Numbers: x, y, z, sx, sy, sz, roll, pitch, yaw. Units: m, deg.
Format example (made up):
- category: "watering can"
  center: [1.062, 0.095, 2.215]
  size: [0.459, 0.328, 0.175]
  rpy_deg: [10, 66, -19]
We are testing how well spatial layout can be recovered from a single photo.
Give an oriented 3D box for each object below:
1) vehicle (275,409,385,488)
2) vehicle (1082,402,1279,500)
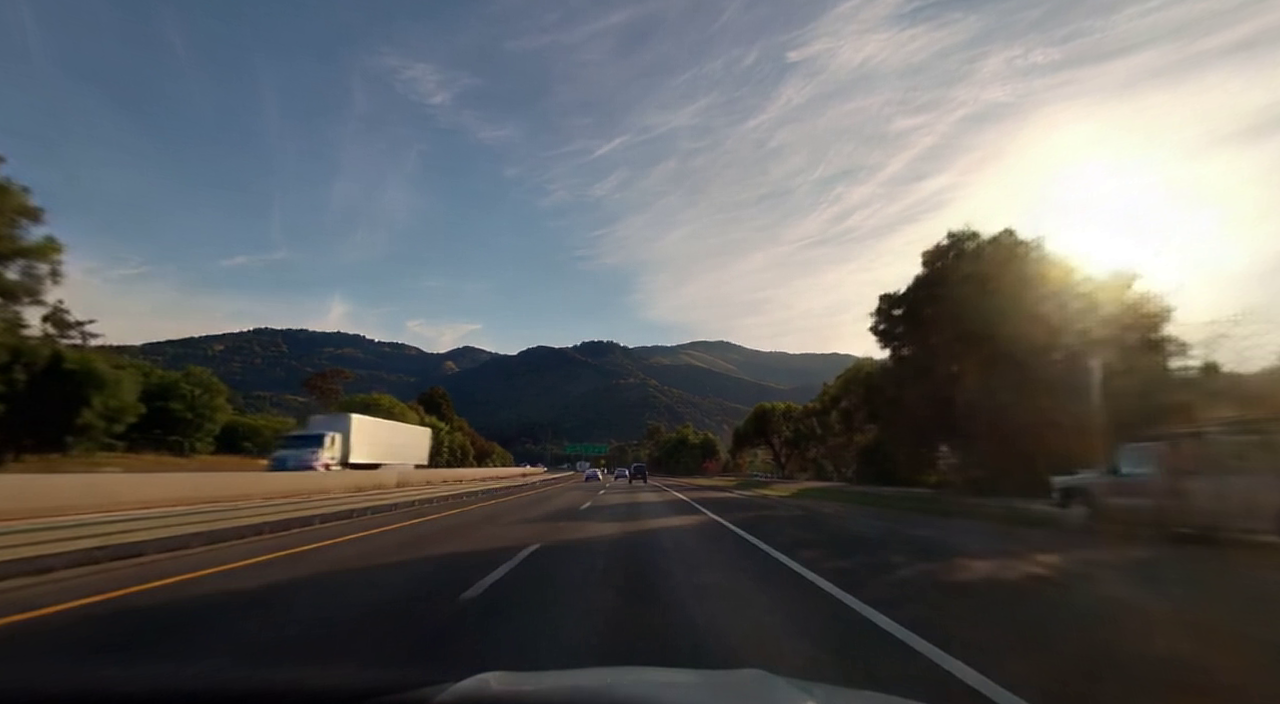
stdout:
- category: "vehicle"
  center: [-17.057, 5.455, 35.213]
  size: [2.985, 3.978, 5.891]
  rpy_deg: [1, -11, -1]
- category: "vehicle"
  center: [22.454, 3.607, 22.584]
  size: [2.846, 3.184, 14.350]
  rpy_deg: [1, -10, 0]
